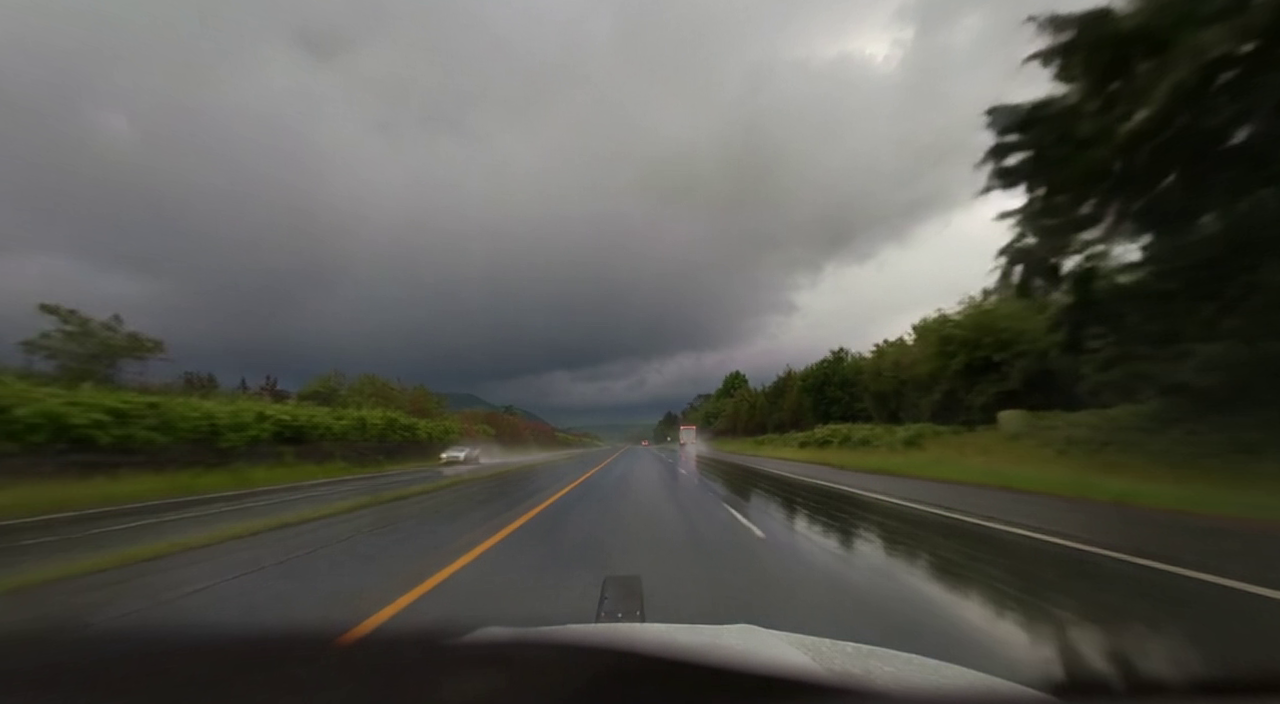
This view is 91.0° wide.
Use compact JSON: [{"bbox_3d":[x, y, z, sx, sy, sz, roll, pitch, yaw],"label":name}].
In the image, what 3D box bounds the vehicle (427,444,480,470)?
[{"bbox_3d":[-11.466,6.458,38.923,1.874,1.495,4.409,0,-8,1],"label":"vehicle"}]
